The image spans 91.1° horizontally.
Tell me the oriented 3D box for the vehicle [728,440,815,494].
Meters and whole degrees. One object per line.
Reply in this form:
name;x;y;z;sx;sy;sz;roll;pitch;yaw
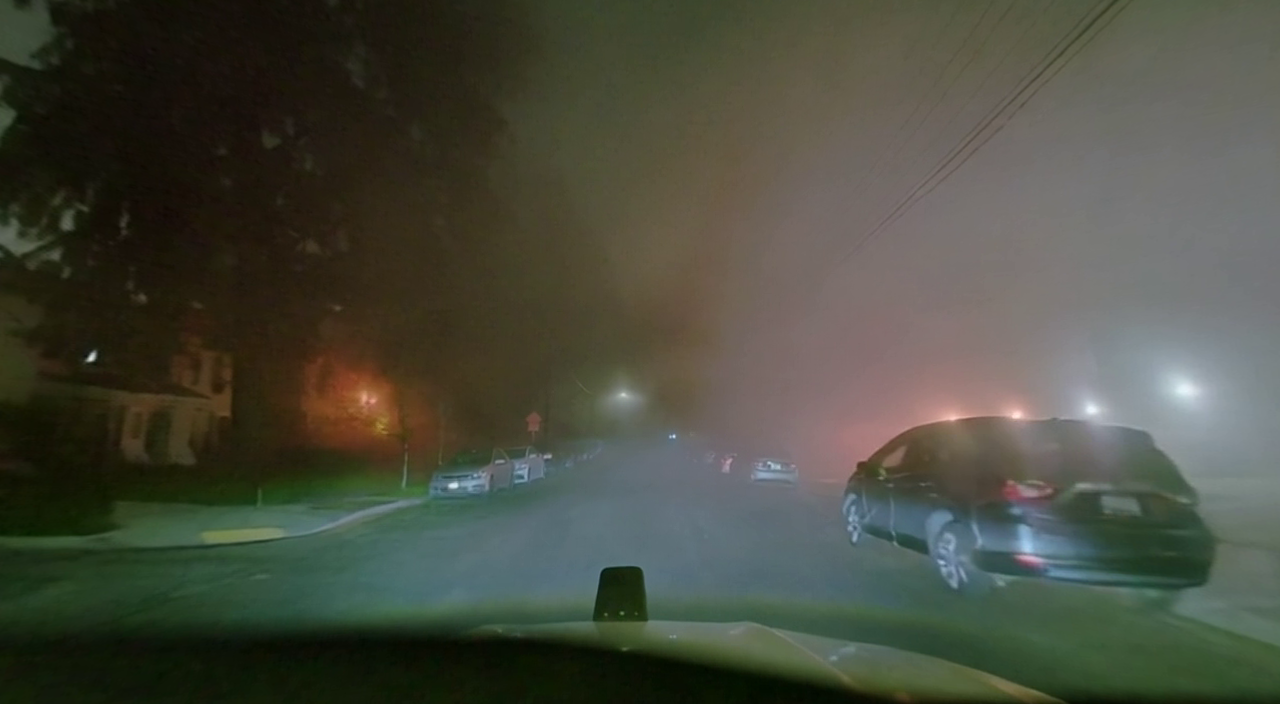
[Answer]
vehicle;4.119;3.665;20.452;1.862;1.525;4.421;0;-8;0

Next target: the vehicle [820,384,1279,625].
vehicle;4.086;1.579;7.611;2.215;1.897;5.131;0;-8;0

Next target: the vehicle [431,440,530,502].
vehicle;-4.462;3.363;18.258;1.870;1.562;4.212;0;-8;-2
